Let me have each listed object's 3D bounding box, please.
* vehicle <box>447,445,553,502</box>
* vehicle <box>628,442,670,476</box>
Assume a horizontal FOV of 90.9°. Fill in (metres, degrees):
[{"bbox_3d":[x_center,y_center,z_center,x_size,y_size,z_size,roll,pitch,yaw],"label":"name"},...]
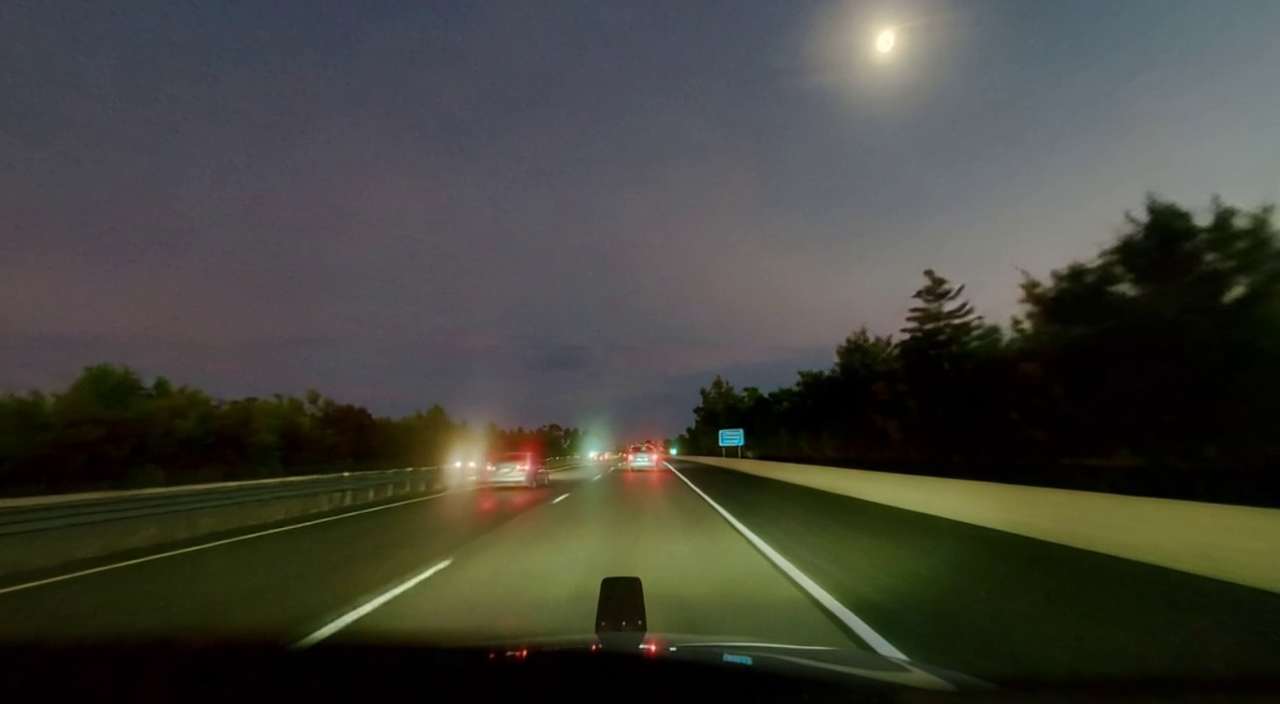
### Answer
[{"bbox_3d":[-3.927,3.480,18.472,1.998,1.460,4.422,0,-9,1],"label":"vehicle"},{"bbox_3d":[0.470,5.849,34.617,2.172,1.687,3.929,0,-9,0],"label":"vehicle"}]
